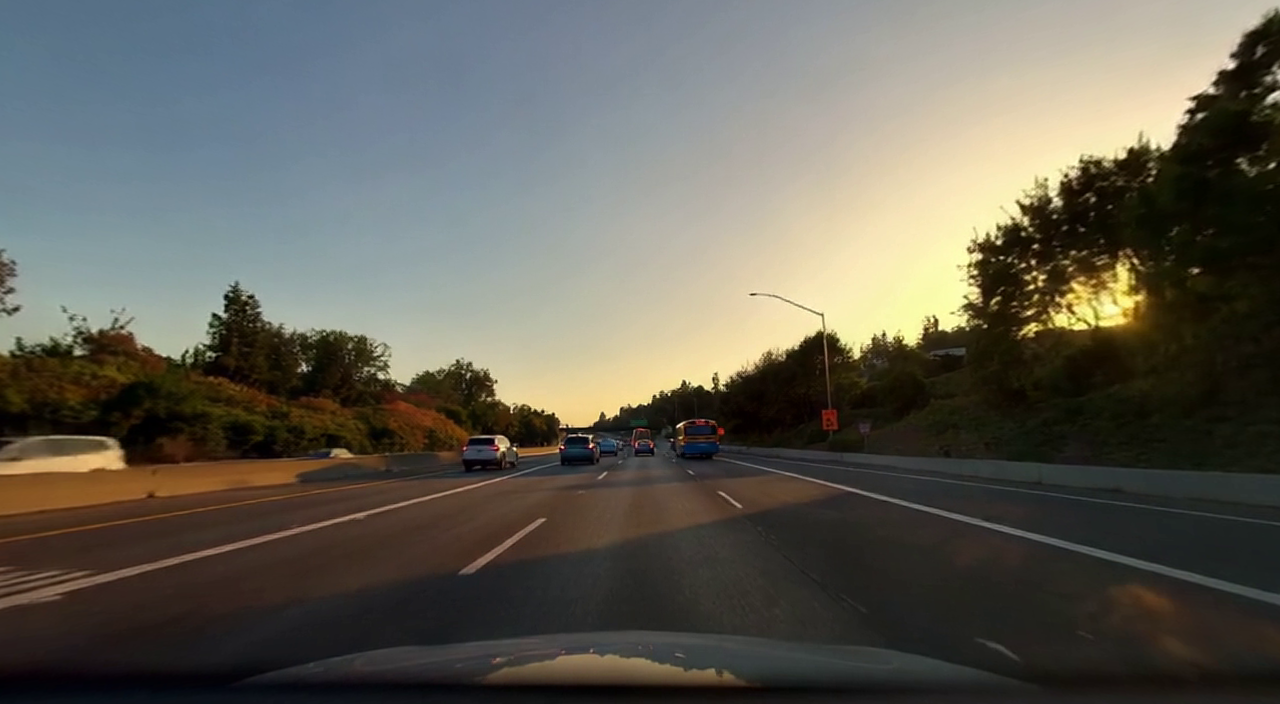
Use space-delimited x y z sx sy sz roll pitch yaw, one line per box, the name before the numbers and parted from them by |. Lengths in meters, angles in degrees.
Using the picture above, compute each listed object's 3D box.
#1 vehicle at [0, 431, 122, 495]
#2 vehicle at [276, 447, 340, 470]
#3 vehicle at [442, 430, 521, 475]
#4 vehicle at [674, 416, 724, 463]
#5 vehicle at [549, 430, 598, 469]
vehicle | -18.890 3.256 18.676 2.484 1.728 5.420 0 -8 -1
vehicle | -22.437 7.182 42.791 1.812 1.478 4.667 0 -8 0
vehicle | -7.126 4.590 28.966 2.217 1.870 5.075 0 -8 1
vehicle | 3.758 5.835 41.779 2.573 2.828 6.754 0 -8 0
vehicle | -3.396 5.099 33.037 2.016 1.898 4.458 0 -8 1
